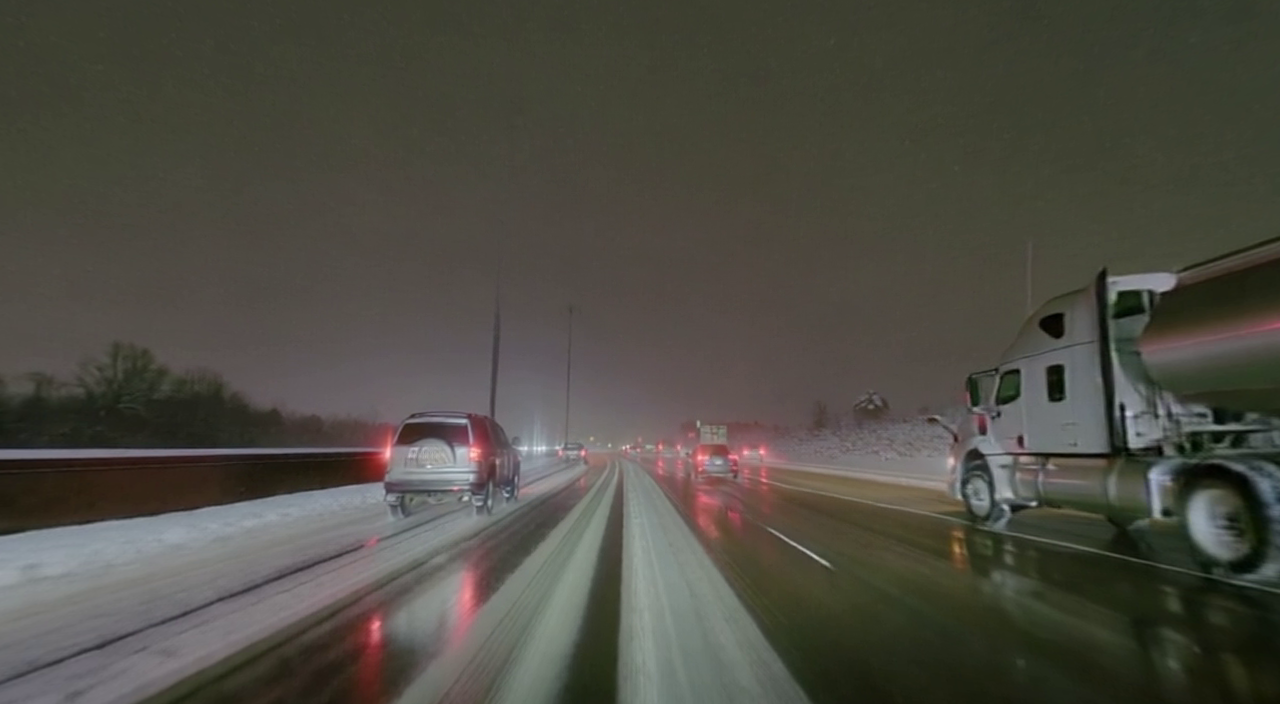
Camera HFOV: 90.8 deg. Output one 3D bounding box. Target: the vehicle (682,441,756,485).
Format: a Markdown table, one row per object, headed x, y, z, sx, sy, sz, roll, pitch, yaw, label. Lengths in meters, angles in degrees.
| x | y | z | sx | sy | sz | roll | pitch | yaw | label |
| --- | --- | --- | --- | --- | --- | --- | --- | --- | --- |
| 2.915 | 4.191 | 24.234 | 2.053 | 1.510 | 4.400 | 0 | -8 | -3 | vehicle |

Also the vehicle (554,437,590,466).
| x | y | z | sx | sy | sz | roll | pitch | yaw | label |
| --- | --- | --- | --- | --- | --- | --- | --- | --- | --- |
| -4.504 | 6.674 | 42.451 | 2.149 | 1.843 | 4.348 | 0 | -8 | -3 | vehicle |

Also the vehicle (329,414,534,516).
| x | y | z | sx | sy | sz | roll | pitch | yaw | label |
| --- | --- | --- | --- | --- | --- | --- | --- | --- | --- |
| -4.259 | 2.477 | 14.381 | 2.684 | 1.839 | 5.803 | 0 | -8 | 0 | vehicle |

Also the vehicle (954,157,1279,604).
| x | y | z | sx | sy | sz | roll | pitch | yaw | label |
| --- | --- | --- | --- | --- | --- | --- | --- | --- | --- |
| 7.316 | 0.171 | 4.921 | 3.548 | 3.827 | 11.870 | 0 | -8 | 0 | vehicle |
